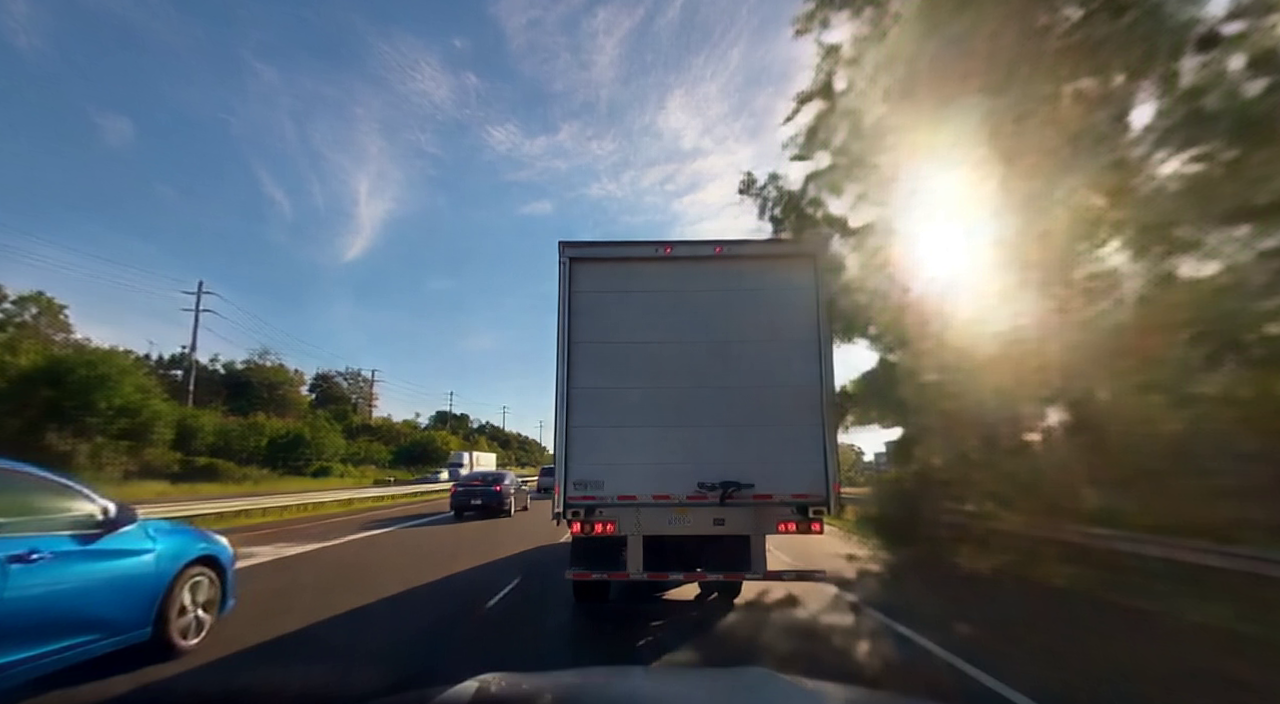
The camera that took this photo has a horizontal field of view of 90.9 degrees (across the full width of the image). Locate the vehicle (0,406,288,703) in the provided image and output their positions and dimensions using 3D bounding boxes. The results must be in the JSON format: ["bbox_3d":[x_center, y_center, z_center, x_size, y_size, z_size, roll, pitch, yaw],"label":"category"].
[{"bbox_3d":[-3.939,0.993,2.649,1.983,1.575,4.973,1,-11,0],"label":"vehicle"}]

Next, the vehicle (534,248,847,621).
[{"bbox_3d":[0.616,1.483,10.314,2.831,3.529,8.689,0,-11,2],"label":"vehicle"}]

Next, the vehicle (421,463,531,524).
[{"bbox_3d":[-4.492,3.955,18.027,1.891,1.469,4.431,0,-11,1],"label":"vehicle"}]
